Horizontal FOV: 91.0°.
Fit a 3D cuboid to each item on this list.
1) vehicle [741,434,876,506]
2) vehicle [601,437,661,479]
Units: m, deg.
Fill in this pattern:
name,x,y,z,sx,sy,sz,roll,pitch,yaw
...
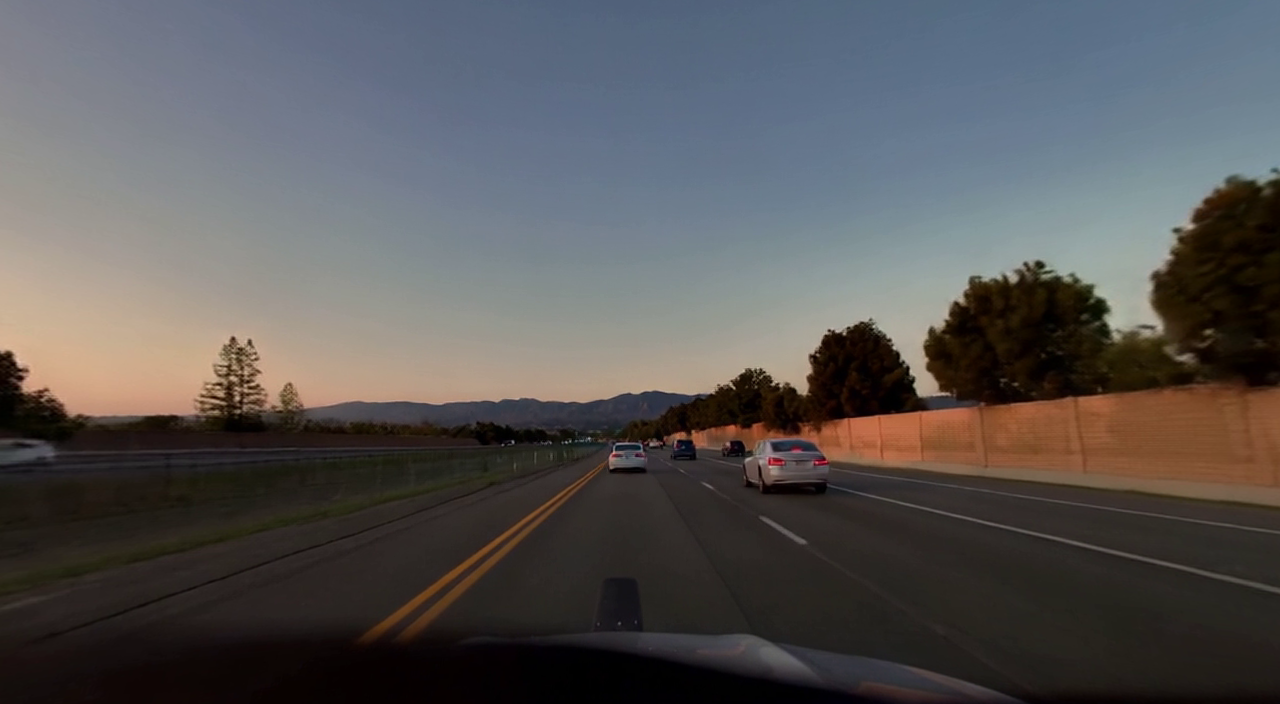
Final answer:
name,x,y,z,sx,sy,sz,roll,pitch,yaw
vehicle,3.786,2.708,14.972,1.957,1.447,4.241,0,-8,-1
vehicle,-0.329,4.005,24.021,2.085,1.449,3.860,0,-8,0
